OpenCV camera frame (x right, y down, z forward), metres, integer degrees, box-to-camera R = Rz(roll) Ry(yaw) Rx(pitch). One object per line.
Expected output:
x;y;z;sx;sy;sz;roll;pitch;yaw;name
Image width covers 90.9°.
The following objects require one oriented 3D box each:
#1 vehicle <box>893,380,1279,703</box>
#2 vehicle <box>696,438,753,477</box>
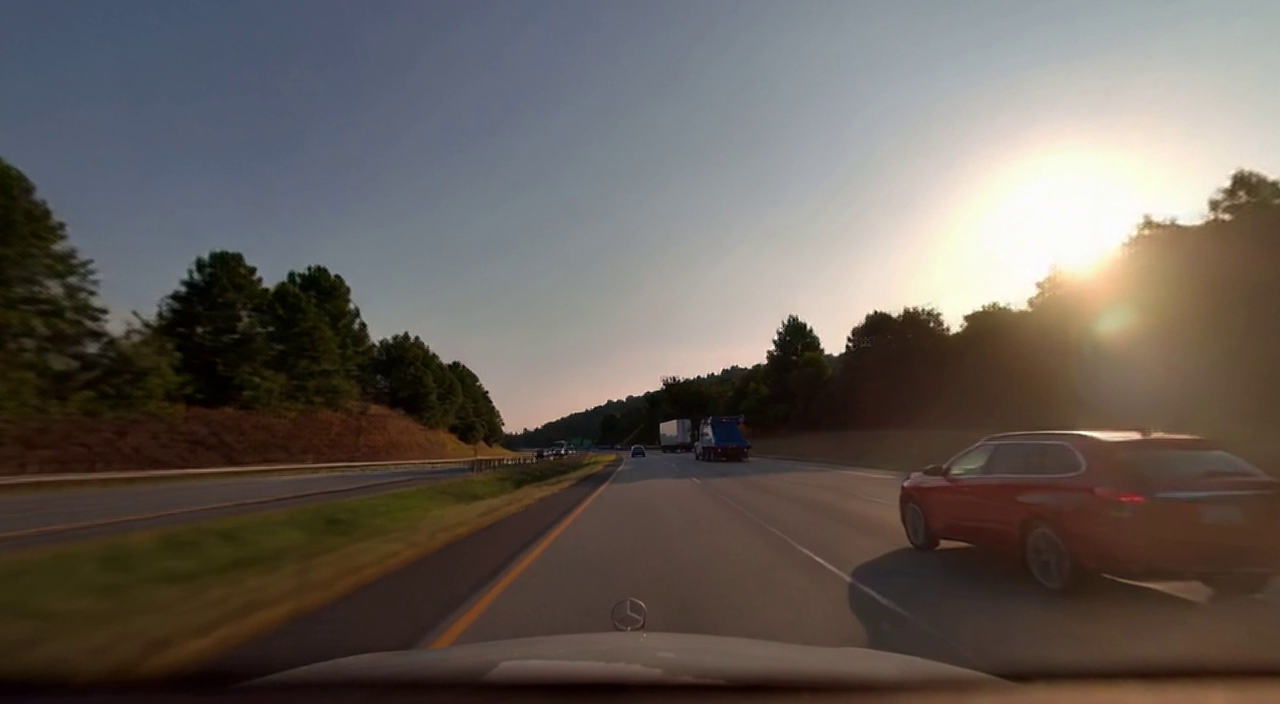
3.952;1.250;5.199;2.005;1.604;4.002;0;-9;0;vehicle
3.826;4.894;29.320;2.022;1.658;4.132;0;-9;-1;vehicle
